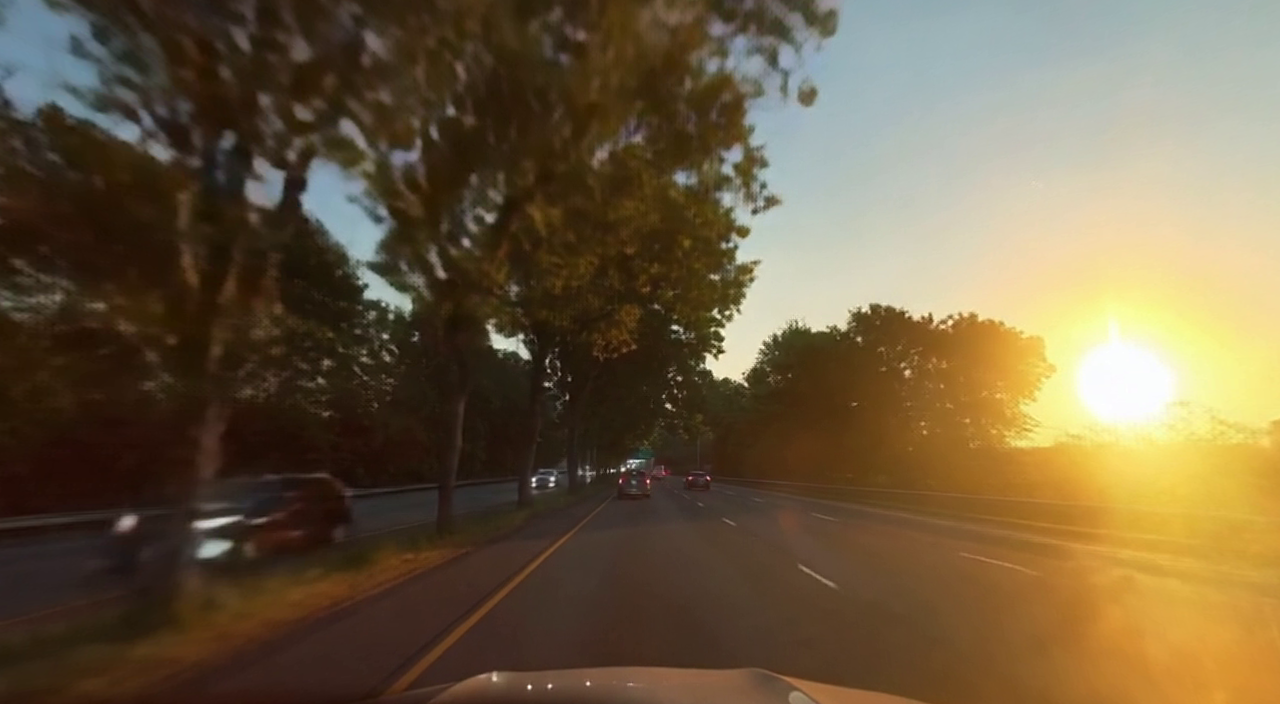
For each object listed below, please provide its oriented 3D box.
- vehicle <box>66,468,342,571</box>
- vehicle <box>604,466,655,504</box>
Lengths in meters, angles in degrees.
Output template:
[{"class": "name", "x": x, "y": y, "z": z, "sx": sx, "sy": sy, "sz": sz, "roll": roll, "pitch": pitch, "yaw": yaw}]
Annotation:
[{"class": "vehicle", "x": -7.580, "y": 2.917, "z": 11.667, "sx": 1.872, "sy": 1.487, "sz": 4.411, "roll": 1, "pitch": -10, "yaw": 1}, {"class": "vehicle", "x": -0.419, "y": 5.733, "z": 27.396, "sx": 2.060, "sy": 1.473, "sz": 3.726, "roll": 1, "pitch": -10, "yaw": 0}]
